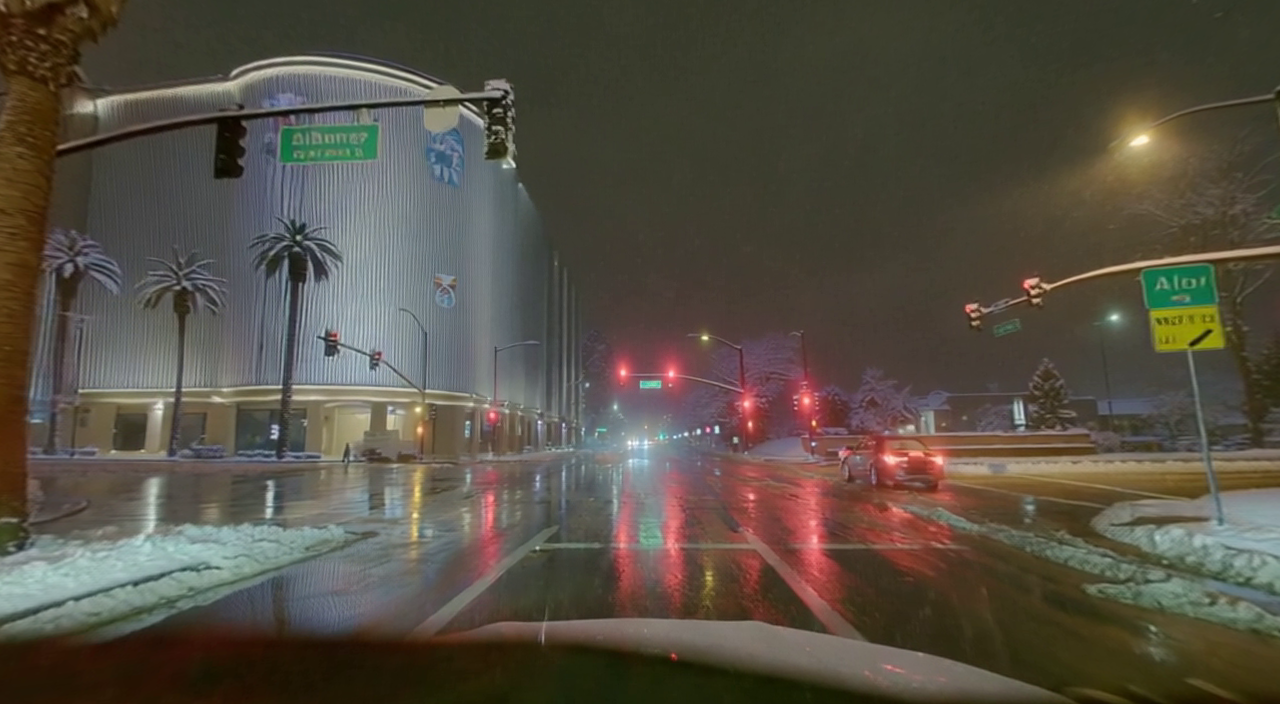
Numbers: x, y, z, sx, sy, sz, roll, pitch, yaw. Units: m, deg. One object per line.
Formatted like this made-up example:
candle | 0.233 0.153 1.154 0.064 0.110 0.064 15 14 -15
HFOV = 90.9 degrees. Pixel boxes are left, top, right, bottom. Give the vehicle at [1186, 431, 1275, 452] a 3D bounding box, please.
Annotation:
vehicle | 42.261 6.423 45.154 4.437 1.469 1.811 0 -8 0

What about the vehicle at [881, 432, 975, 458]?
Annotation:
vehicle | 17.055 5.529 37.403 4.684 1.461 1.777 0 -8 -1

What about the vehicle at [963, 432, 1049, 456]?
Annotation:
vehicle | 23.682 5.982 40.894 4.423 1.465 1.798 0 -8 0

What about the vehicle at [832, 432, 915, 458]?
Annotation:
vehicle | 15.171 6.074 41.124 4.648 1.665 1.910 0 -8 -1

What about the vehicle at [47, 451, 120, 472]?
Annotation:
vehicle | -41.575 8.182 47.152 3.698 1.467 1.779 0 -8 0

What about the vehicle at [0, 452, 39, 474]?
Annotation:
vehicle | -47.884 8.292 47.282 3.786 1.555 1.702 0 -8 2

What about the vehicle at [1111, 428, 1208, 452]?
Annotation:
vehicle | 33.289 5.678 40.467 4.567 1.458 1.791 0 -8 2

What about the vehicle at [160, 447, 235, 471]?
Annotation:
vehicle | -33.053 7.980 47.108 4.136 1.661 1.857 0 -8 1
